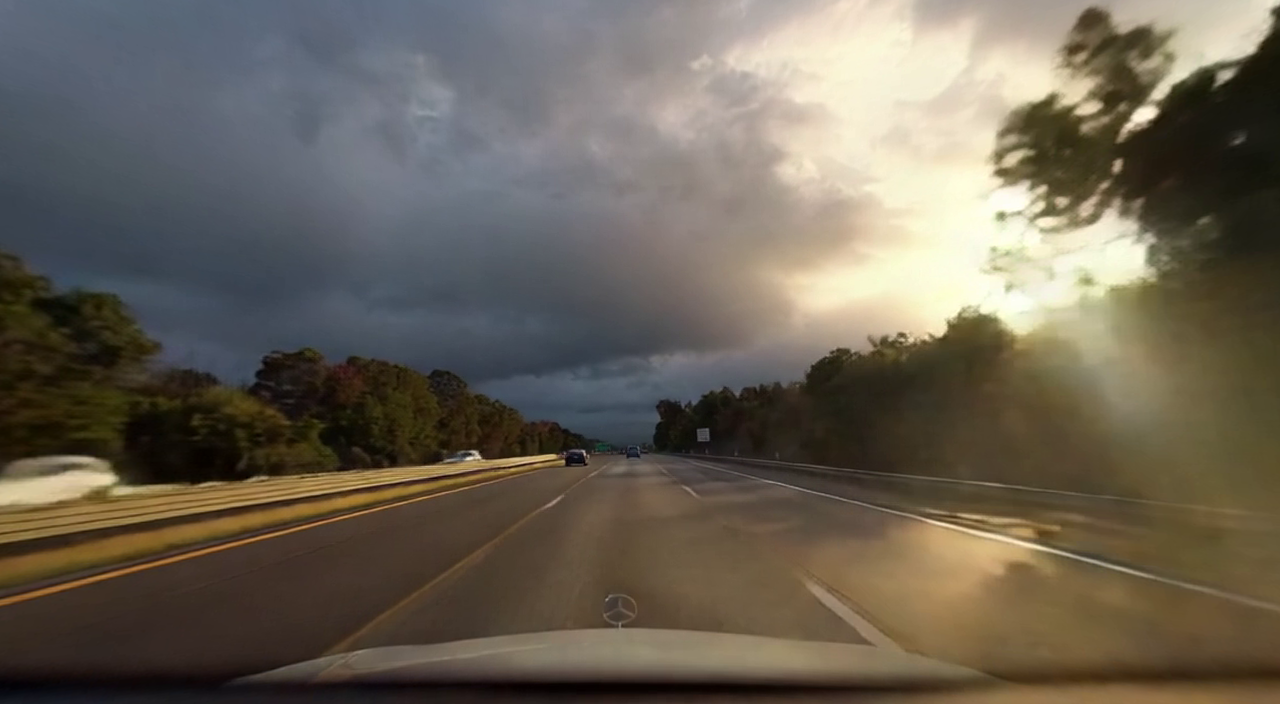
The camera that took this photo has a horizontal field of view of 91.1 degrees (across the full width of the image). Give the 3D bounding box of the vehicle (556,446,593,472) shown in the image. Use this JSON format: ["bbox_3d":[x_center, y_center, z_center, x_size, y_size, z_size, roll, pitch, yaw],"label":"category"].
[{"bbox_3d":[-4.042,6.710,39.591,1.970,1.492,3.944,0,-9,-1],"label":"vehicle"}]
